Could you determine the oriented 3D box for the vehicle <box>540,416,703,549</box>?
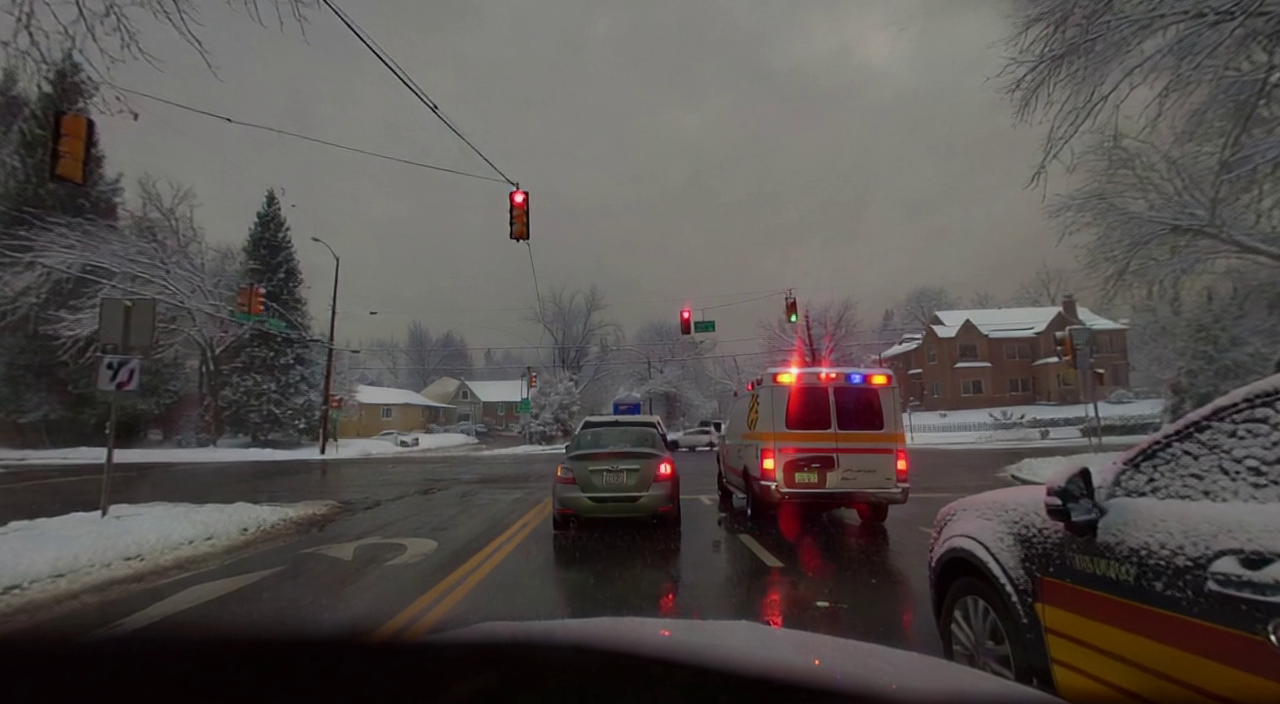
[{"bbox_3d":[-0.273,1.980,10.184,2.114,1.707,3.725,0,-8,-1],"label":"vehicle"}]

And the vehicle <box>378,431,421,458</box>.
[{"bbox_3d":[-17.746,6.875,46.849,2.246,1.880,4.454,1,-8,-12],"label":"vehicle"}]

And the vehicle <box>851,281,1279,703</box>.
[{"bbox_3d":[2.851,0.885,2.841,2.194,1.820,4.652,0,-8,0],"label":"vehicle"}]

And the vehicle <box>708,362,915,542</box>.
[{"bbox_3d":[2.876,1.896,12.362,2.406,2.687,5.521,0,-8,-1],"label":"vehicle"}]
